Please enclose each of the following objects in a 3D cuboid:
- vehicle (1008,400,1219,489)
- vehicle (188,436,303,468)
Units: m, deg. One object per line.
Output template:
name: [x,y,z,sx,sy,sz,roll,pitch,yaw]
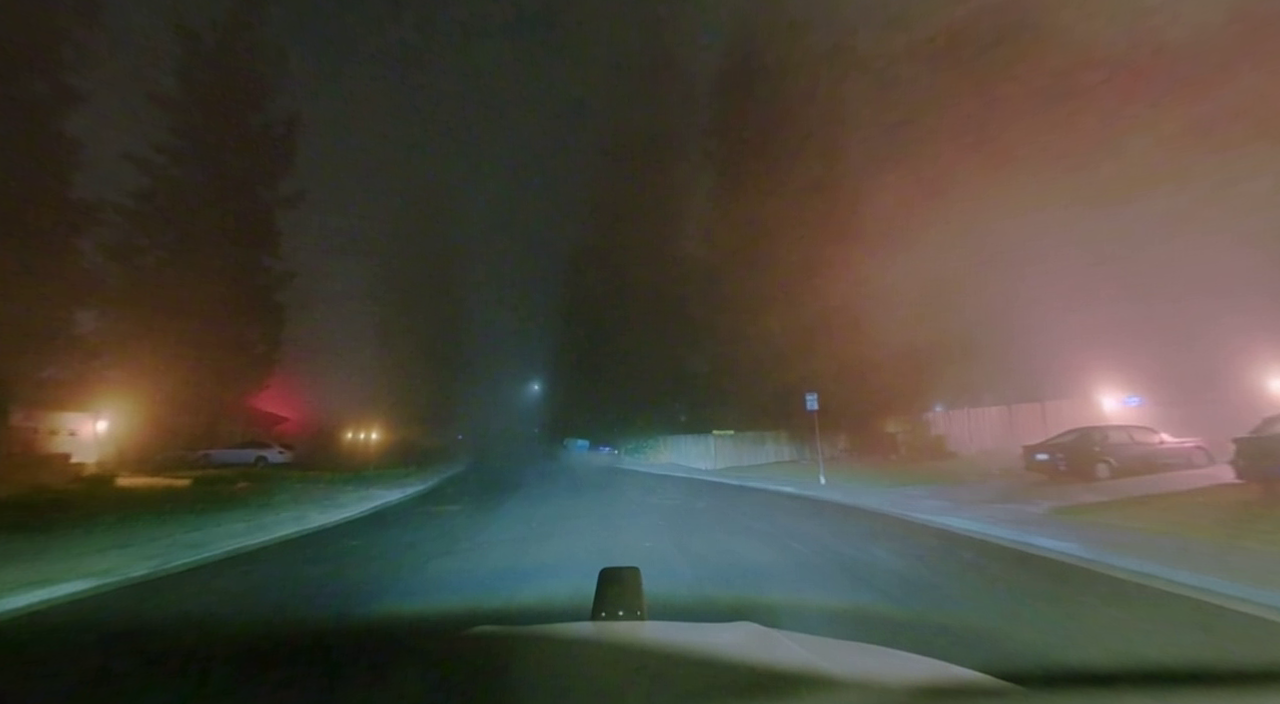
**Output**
vehicle: [12.182,2.354,16.375,4.149,1.596,1.890,-6,-7,-12]
vehicle: [-20.704,5.320,33.370,4.654,1.457,1.986,3,-11,-10]
